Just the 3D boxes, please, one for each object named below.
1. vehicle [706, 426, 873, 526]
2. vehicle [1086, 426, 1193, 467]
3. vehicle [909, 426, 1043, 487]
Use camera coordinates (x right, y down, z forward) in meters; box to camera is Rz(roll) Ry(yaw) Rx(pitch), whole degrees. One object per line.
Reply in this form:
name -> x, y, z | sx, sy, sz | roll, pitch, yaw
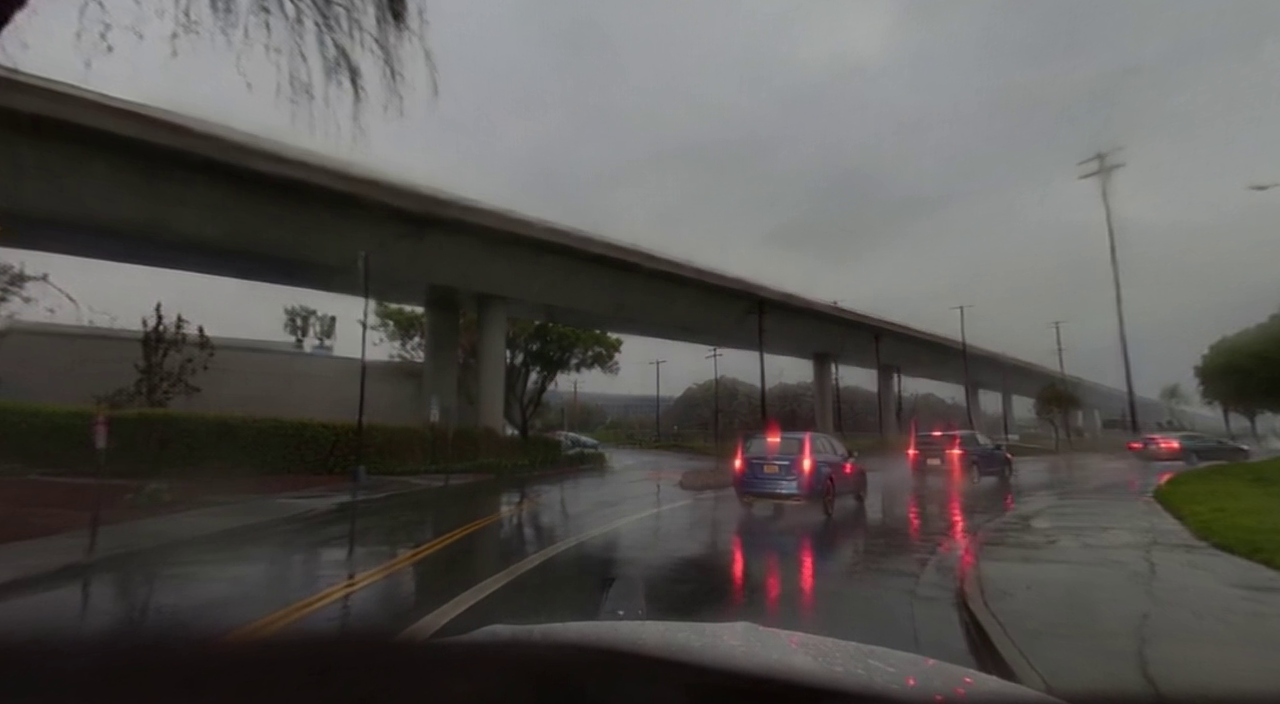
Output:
vehicle -> 3.186, 2.356, 12.636 | 2.087, 1.578, 4.652 | -5, -10, 28
vehicle -> 23.387, 4.424, 29.579 | 4.310, 1.762, 1.995 | 4, -9, -24
vehicle -> 11.772, 3.587, 22.024 | 4.771, 1.885, 2.241 | 6, -11, -38
